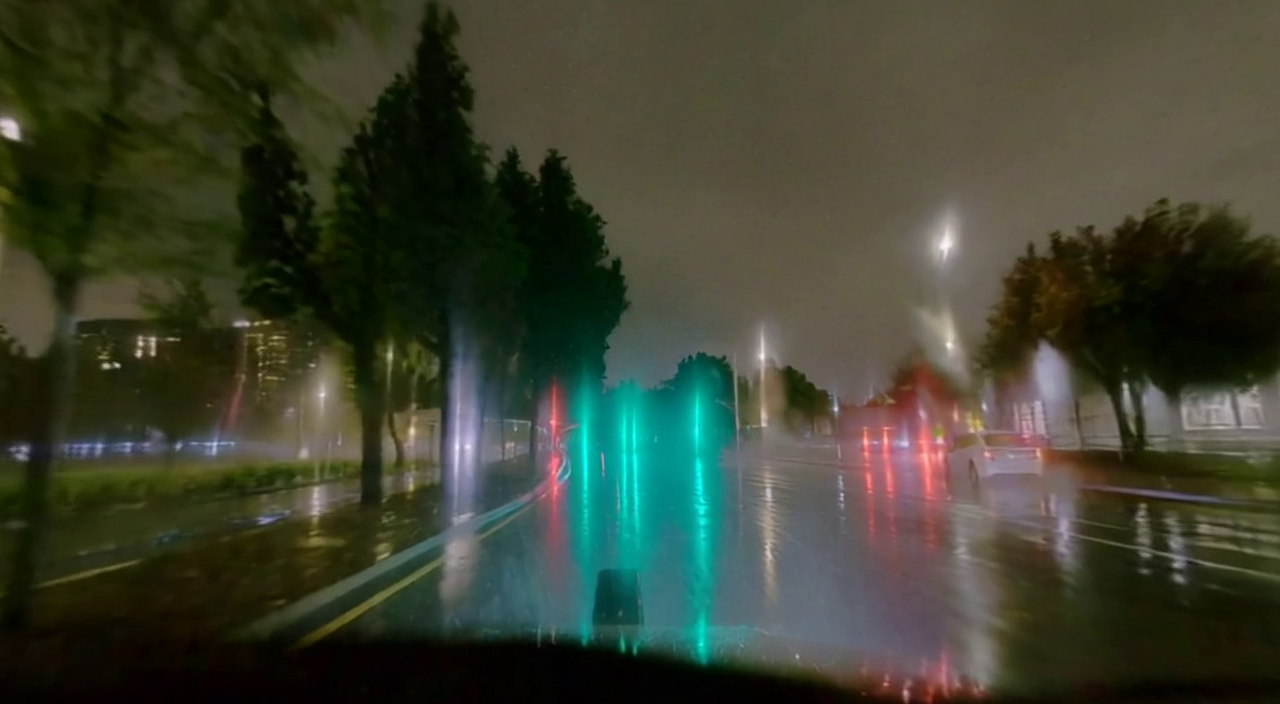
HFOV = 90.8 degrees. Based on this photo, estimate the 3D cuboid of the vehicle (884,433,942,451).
[{"bbox_3d":[21.475,7.112,49.741,3.753,1.409,1.648,1,-9,-5],"label":"vehicle"}]
